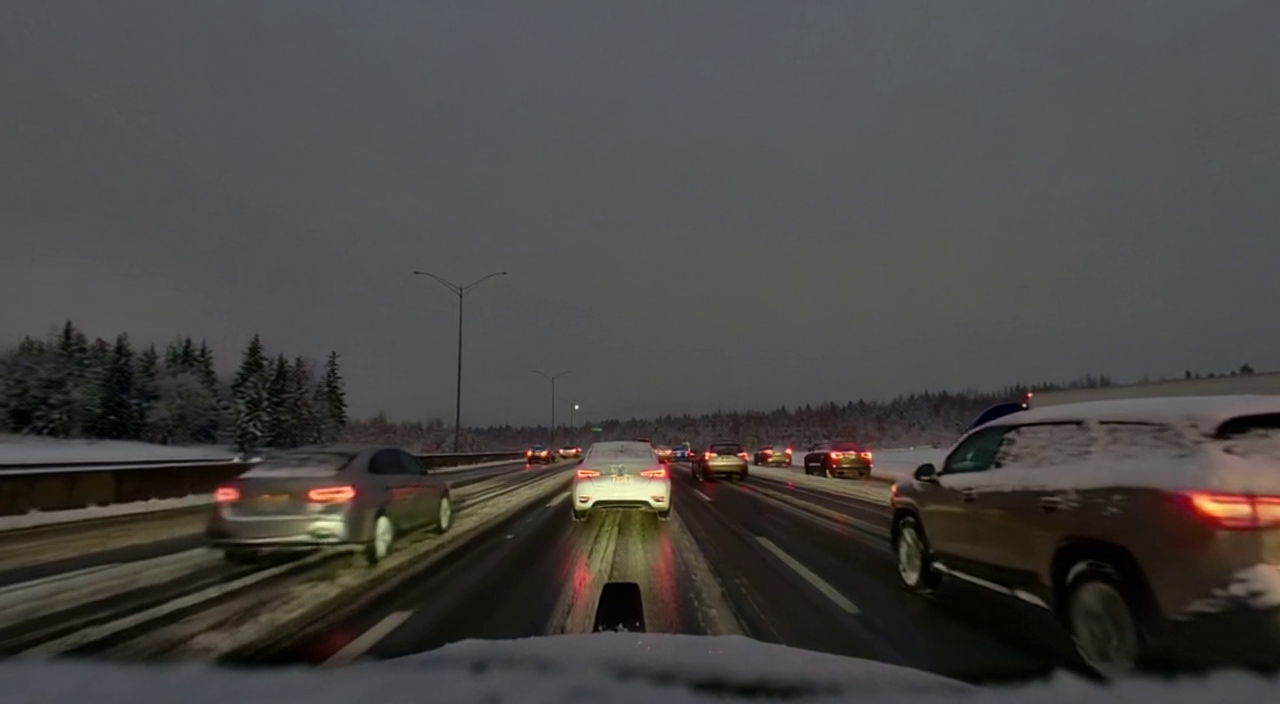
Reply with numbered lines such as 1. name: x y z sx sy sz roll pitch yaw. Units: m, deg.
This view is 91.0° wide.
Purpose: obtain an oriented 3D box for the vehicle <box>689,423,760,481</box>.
1. vehicle: 3.637 4.479 28.236 2.440 2.313 5.266 0 -9 0

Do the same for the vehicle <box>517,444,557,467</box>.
1. vehicle: -7.353 7.439 45.331 2.010 1.557 4.449 0 -9 1

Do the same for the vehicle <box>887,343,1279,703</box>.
1. vehicle: 3.589 1.099 4.384 2.053 1.666 4.106 0 -9 0

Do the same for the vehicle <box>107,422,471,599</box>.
1. vehicle: -3.718 1.740 7.821 1.926 1.542 4.329 0 -9 1

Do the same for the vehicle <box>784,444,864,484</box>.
1. vehicle: 7.419 4.543 25.868 1.942 1.482 4.250 0 -9 0

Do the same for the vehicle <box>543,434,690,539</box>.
1. vehicle: -0.314 2.270 11.234 2.132 1.499 4.038 0 -9 1
